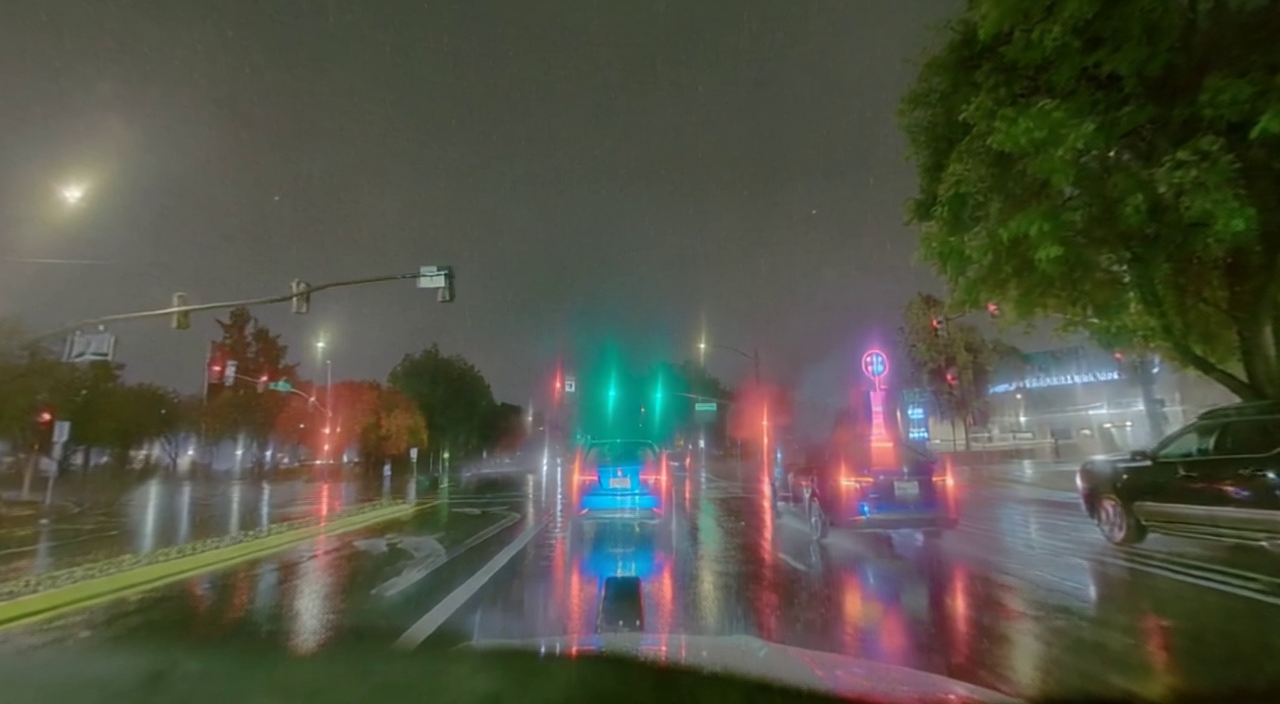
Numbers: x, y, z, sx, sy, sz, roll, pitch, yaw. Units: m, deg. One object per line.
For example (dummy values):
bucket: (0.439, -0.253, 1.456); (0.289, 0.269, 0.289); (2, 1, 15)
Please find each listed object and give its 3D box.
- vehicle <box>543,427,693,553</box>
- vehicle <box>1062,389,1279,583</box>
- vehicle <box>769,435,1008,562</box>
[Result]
vehicle: (-0.313, 2.154, 10.494); (2.037, 1.674, 3.693); (0, -8, 0)
vehicle: (7.541, 1.385, 6.605); (2.240, 1.923, 5.678); (0, -8, -1)
vehicle: (3.583, 2.176, 10.242); (1.955, 1.550, 4.587); (0, -9, -1)
